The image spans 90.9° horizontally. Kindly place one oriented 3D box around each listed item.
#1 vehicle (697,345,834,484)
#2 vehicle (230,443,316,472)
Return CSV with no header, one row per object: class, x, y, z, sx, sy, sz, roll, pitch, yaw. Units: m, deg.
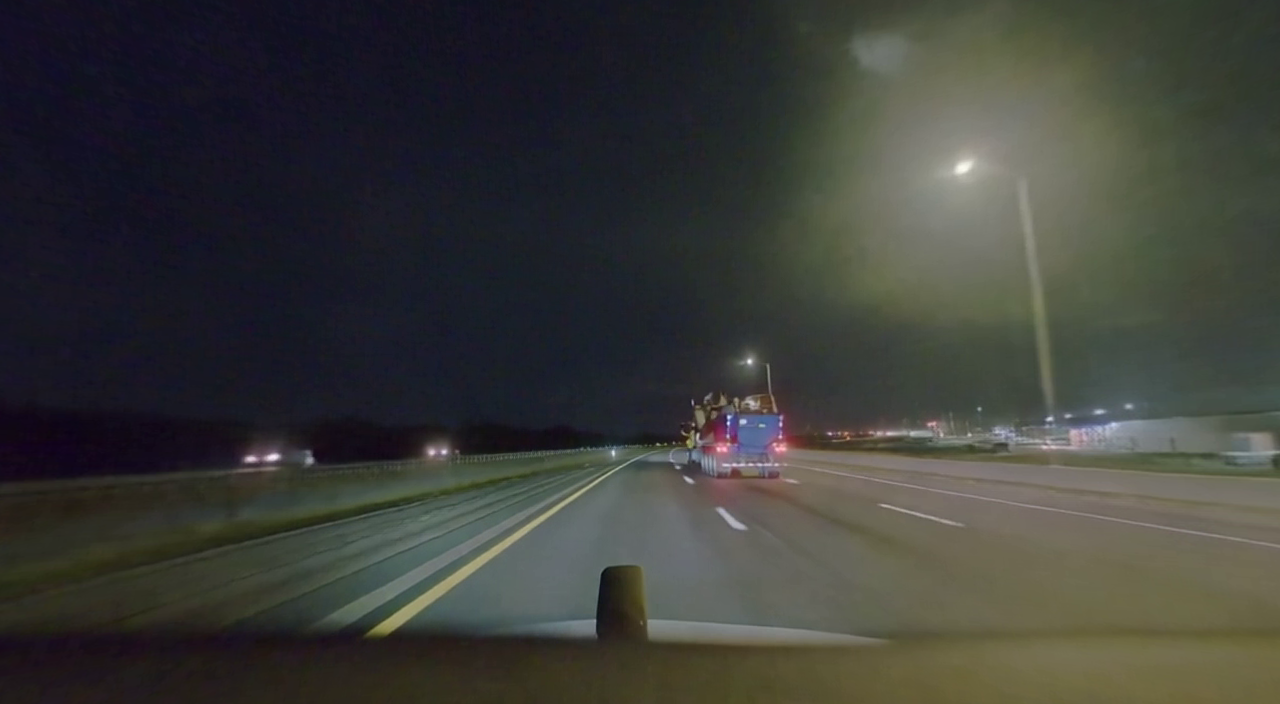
vehicle,3.880,2.246,21.370,3.279,3.956,6.541,0,-9,1
vehicle,-20.034,5.765,34.689,1.870,1.482,4.663,-1,-9,2
